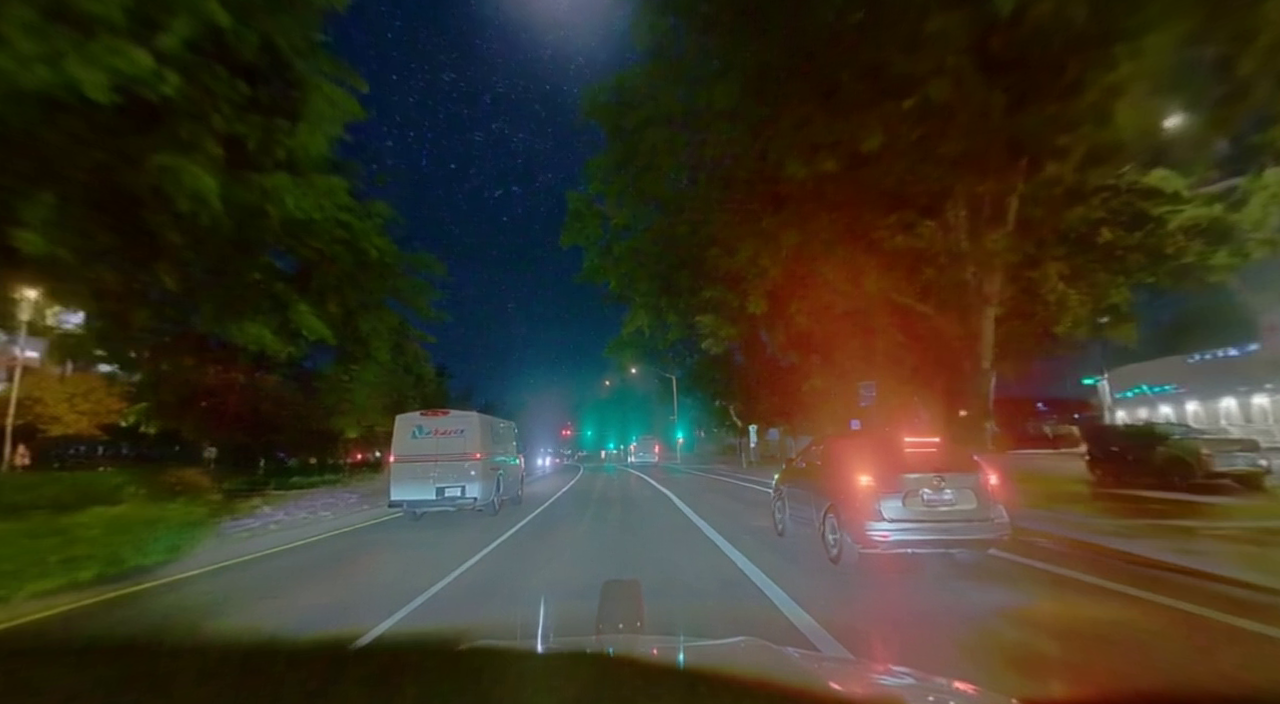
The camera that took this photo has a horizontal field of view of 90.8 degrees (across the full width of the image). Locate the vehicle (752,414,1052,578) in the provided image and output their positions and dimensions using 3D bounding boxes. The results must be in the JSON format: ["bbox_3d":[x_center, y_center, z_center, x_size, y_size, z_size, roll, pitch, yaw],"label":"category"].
[{"bbox_3d":[3.113,1.827,8.855,2.087,1.658,4.612,0,-9,-2],"label":"vehicle"}]

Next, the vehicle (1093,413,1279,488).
[{"bbox_3d":[13.551,2.302,14.879,4.117,1.627,2.086,0,-9,-3],"label":"vehicle"}]

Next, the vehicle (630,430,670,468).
[{"bbox_3d":[0.633,7.015,45.780,2.397,2.566,5.324,1,-9,-5],"label":"vehicle"}]

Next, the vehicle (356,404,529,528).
[{"bbox_3d":[-3.969,2.397,13.746,2.420,2.227,4.499,0,-9,-2],"label":"vehicle"}]
